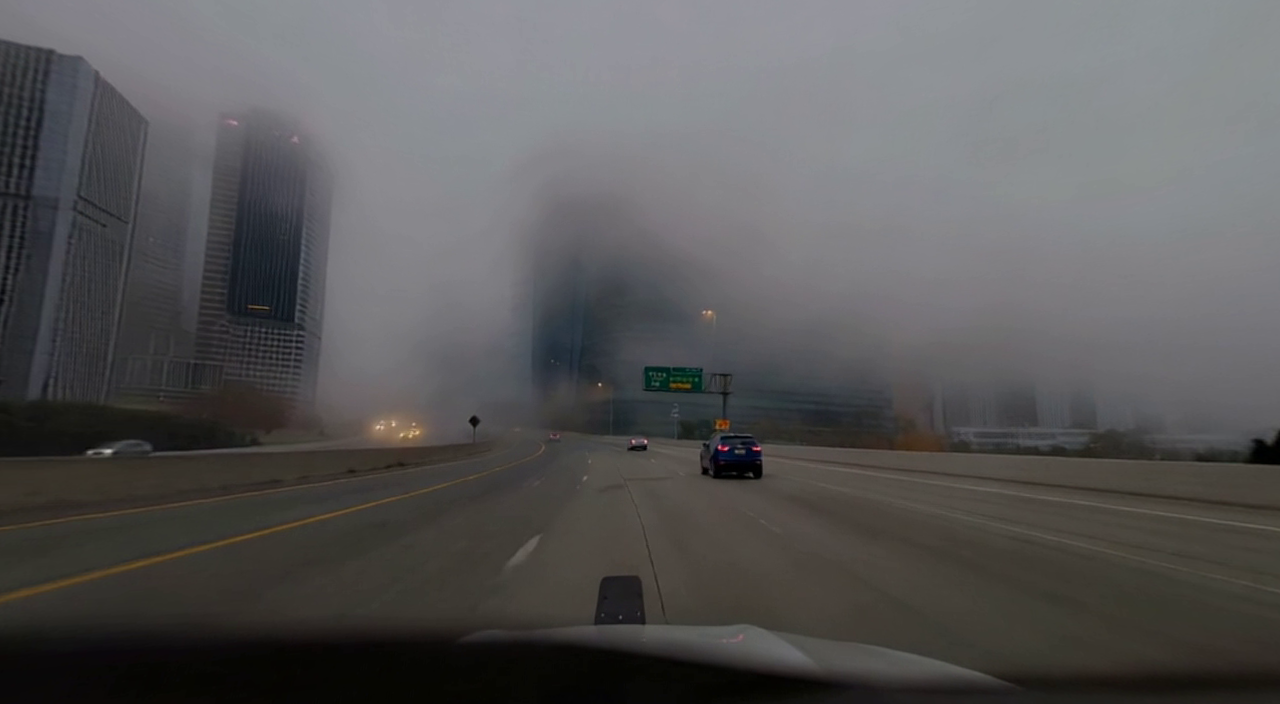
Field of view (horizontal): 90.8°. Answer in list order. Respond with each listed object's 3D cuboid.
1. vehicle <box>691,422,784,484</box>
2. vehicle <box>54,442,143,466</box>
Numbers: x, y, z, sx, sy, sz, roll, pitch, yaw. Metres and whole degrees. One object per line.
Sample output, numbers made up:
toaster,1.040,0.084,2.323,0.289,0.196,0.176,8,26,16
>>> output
vehicle,3.035,3.293,20.796,2.110,1.780,4.682,0,-8,-3
vehicle,-34.853,6.542,40.854,1.841,1.441,4.695,0,-8,-4
